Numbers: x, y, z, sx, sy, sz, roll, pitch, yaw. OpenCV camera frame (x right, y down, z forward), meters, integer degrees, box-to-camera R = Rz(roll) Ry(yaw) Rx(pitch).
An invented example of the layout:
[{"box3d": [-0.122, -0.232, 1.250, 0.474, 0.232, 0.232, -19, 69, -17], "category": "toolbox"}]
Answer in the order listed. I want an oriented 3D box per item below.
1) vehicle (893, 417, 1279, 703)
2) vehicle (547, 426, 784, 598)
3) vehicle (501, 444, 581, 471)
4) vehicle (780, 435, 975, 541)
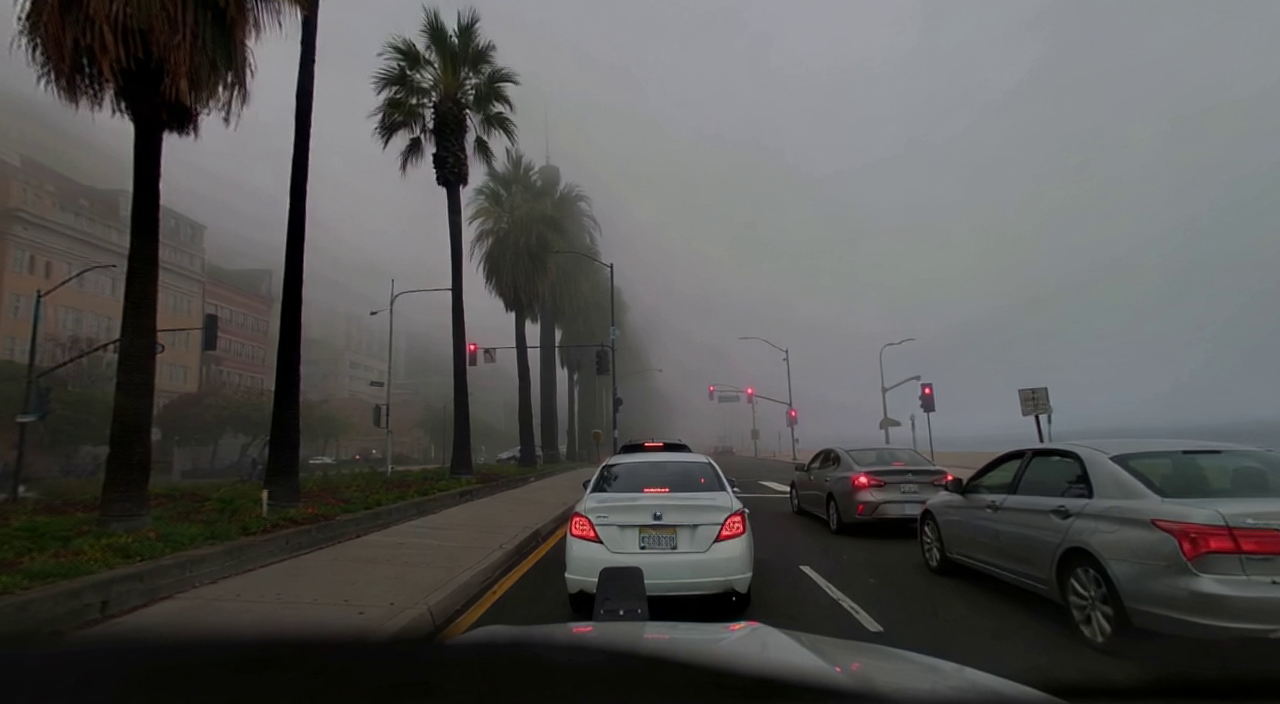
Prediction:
[{"box3d": [3.911, 1.366, 5.098, 1.913, 1.469, 4.425, 0, -9, 0], "category": "vehicle"}, {"box3d": [0.262, 1.704, 7.509, 2.093, 1.503, 3.681, 0, -9, 1], "category": "vehicle"}, {"box3d": [-6.142, 6.522, 39.329, 4.495, 1.604, 2.022, 6, -11, -35], "category": "vehicle"}, {"box3d": [3.890, 2.287, 11.309, 1.920, 1.490, 4.417, -1, -9, 2], "category": "vehicle"}]
